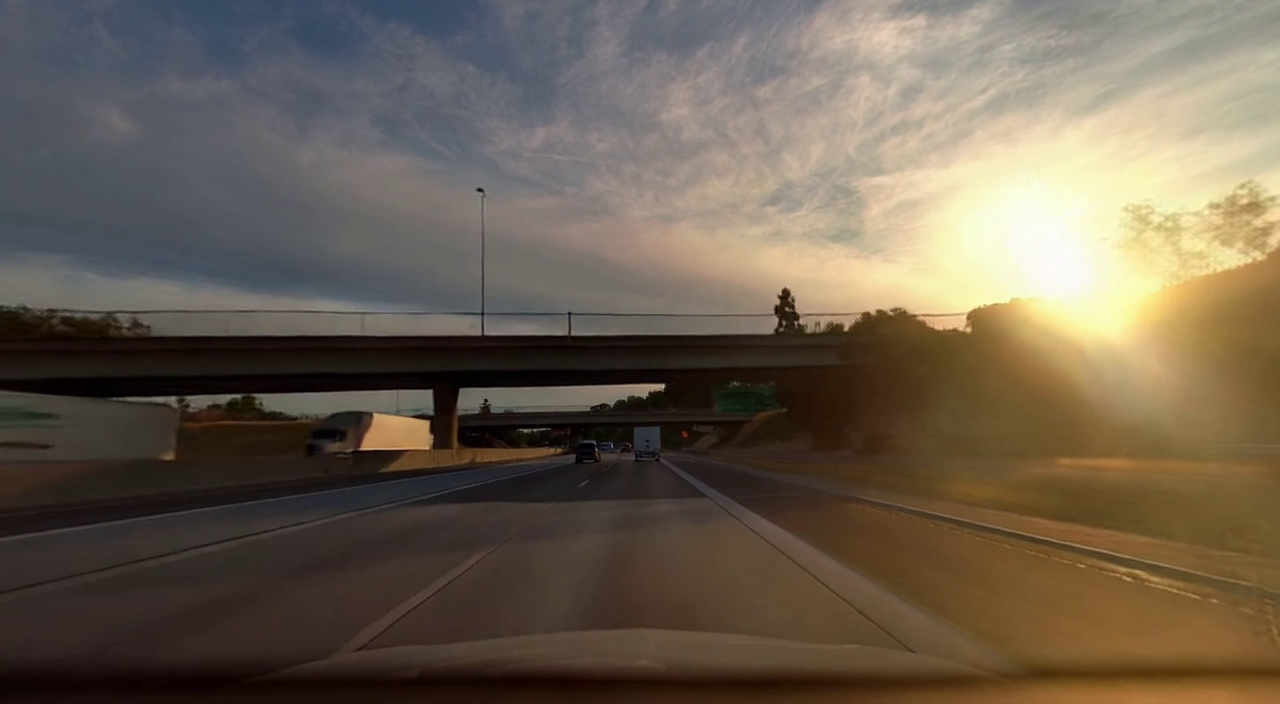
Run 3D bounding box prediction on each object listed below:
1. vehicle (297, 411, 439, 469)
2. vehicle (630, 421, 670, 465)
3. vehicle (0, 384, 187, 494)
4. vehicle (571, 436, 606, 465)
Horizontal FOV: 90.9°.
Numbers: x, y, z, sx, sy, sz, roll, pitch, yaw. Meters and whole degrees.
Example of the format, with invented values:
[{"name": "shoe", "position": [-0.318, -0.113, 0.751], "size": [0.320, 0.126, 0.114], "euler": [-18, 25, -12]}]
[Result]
[{"name": "vehicle", "position": [-19.942, 6.894, 48.475], "size": [3.423, 3.678, 16.963], "euler": [0, -9, 0]}, {"name": "vehicle", "position": [0.644, 6.947, 48.021], "size": [2.790, 3.075, 7.414], "euler": [0, -9, -1]}, {"name": "vehicle", "position": [-24.108, 3.364, 24.005], "size": [2.985, 3.835, 14.395], "euler": [0, -9, 0]}, {"name": "vehicle", "position": [-3.942, 7.683, 49.087], "size": [2.233, 2.093, 5.565], "euler": [0, -9, 0]}]
